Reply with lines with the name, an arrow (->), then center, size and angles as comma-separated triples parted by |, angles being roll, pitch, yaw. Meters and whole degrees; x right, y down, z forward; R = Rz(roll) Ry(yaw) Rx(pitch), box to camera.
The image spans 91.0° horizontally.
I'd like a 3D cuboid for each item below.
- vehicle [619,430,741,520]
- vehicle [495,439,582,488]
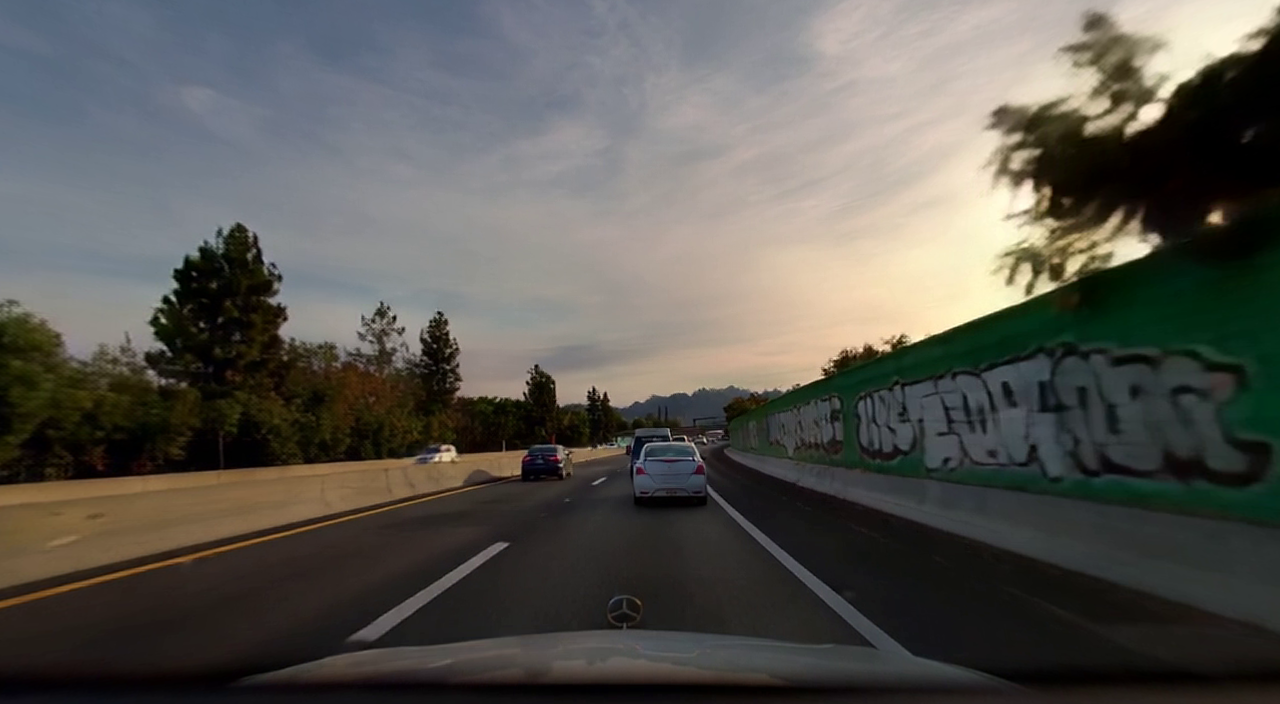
vehicle -> 0.734, 2.394, 12.765 | 2.077, 1.533, 3.854 | 0, -8, 2
vehicle -> -3.264, 3.667, 21.117 | 2.059, 1.471, 4.152 | 0, -8, 3
